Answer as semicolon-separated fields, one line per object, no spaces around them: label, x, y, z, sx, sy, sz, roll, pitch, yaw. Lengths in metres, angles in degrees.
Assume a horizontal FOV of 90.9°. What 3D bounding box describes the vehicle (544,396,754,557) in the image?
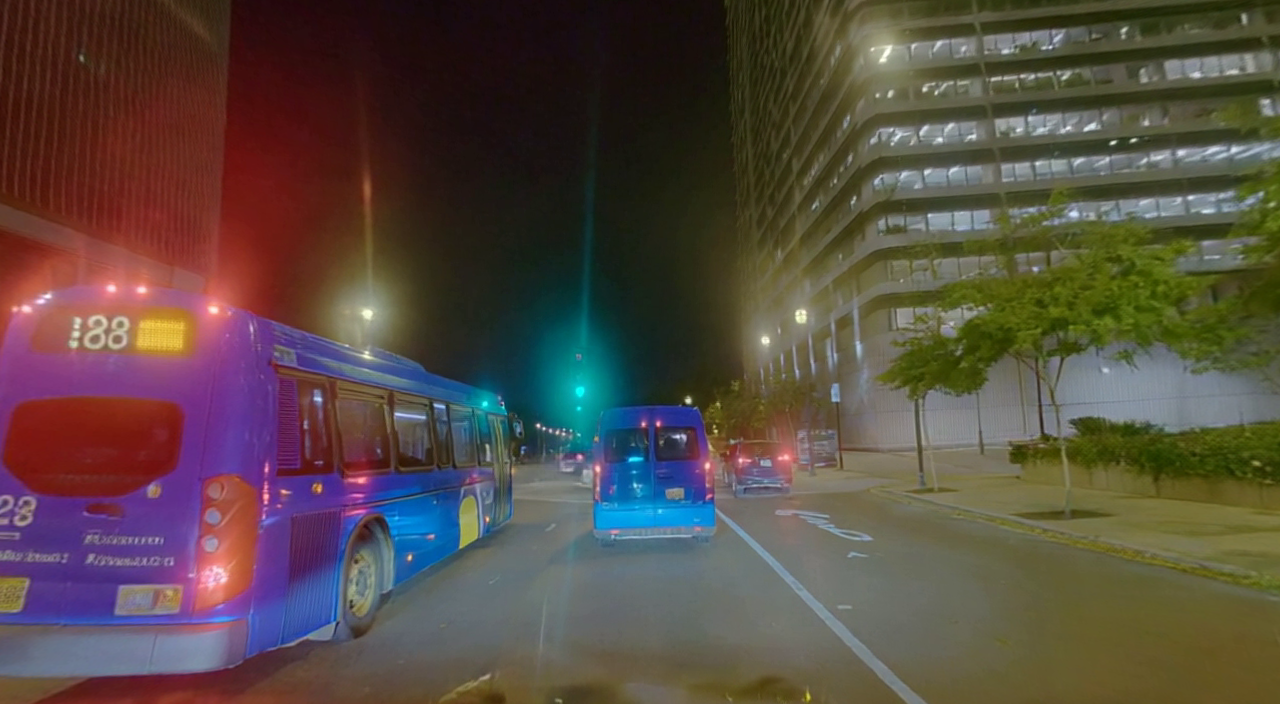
vehicle;0.130;1.815;9.767;2.500;1.912;4.270;0;-9;1

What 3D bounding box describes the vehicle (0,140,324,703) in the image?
vehicle;-2.758;0.329;0.217;2.329;2.089;5.659;0;-9;0

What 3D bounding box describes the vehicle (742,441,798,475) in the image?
vehicle;6.197;5.088;30.448;1.919;1.529;4.059;0;-9;1

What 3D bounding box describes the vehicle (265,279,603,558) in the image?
vehicle;-2.907;1.798;14.586;3.042;3.445;13.615;0;-9;1
